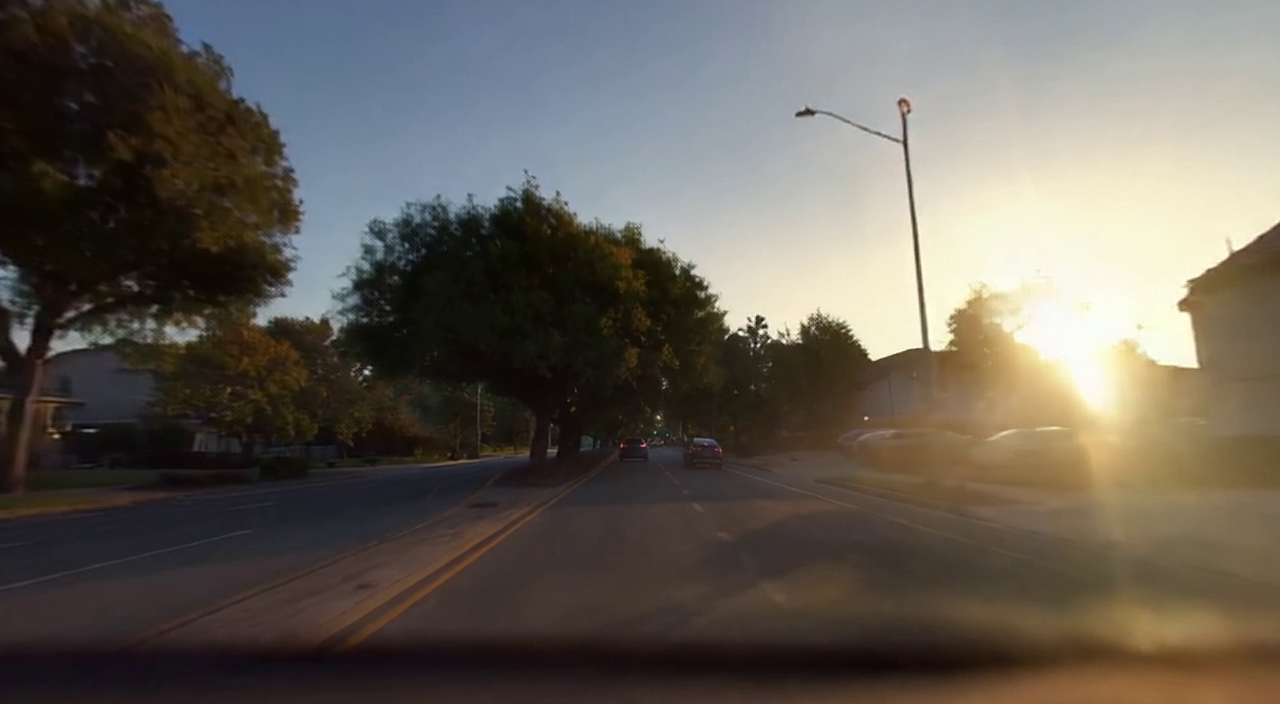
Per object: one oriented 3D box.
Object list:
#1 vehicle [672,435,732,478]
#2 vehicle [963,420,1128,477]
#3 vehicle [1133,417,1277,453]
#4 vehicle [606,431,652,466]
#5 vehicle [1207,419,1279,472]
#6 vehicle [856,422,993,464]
[{"bbox_3d":[2.491,4.318,26.413,2.003,1.614,4.072,0,-8,-1],"label":"vehicle"},{"bbox_3d":[11.328,2.692,17.789,1.799,1.431,3.486,8,-11,-43],"label":"vehicle"},{"bbox_3d":[27.113,4.042,30.529,4.654,1.551,1.829,-5,-10,20],"label":"vehicle"},{"bbox_3d":[-0.661,5.638,36.971,2.488,1.881,4.814,1,-8,-1],"label":"vehicle"},{"bbox_3d":[19.152,2.885,19.501,4.511,1.451,1.932,8,-11,-43],"label":"vehicle"},{"bbox_3d":[11.334,3.661,25.371,4.557,1.509,1.971,-8,-11,43],"label":"vehicle"}]
